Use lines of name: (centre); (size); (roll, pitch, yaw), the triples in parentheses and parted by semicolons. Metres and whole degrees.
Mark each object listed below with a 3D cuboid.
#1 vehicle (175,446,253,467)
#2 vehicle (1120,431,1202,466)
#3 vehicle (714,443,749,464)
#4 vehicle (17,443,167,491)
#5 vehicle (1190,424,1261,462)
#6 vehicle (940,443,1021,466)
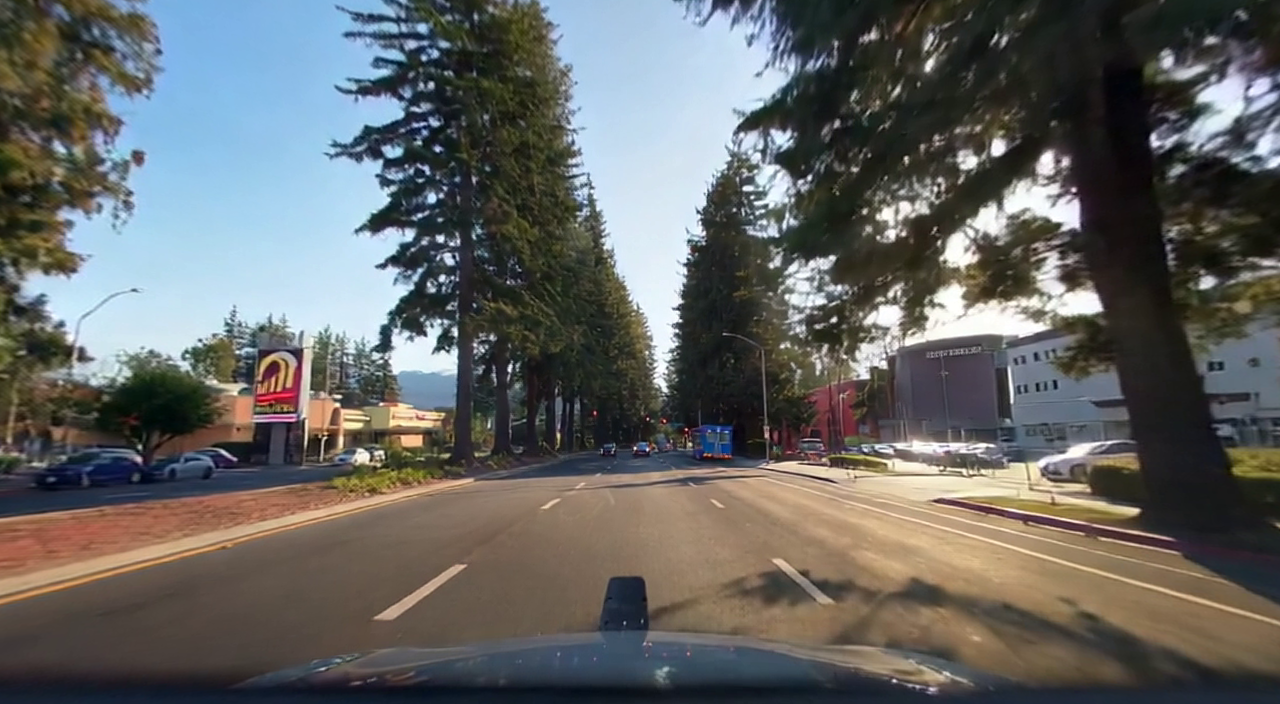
vehicle: (-31.104, 7.633, 46.102); (4.566, 1.484, 2.051); (-3, -9, 12)
vehicle: (40.286, 7.426, 48.720); (6.741, 2.278, 2.778); (2, -10, -34)
vehicle: (6.829, 7.647, 47.499); (1.980, 1.473, 4.537); (-1, -9, 0)
vehicle: (-22.445, 4.701, 26.154); (2.040, 1.788, 4.595); (-1, -9, 0)
vehicle: (43.573, 6.718, 46.905); (5.712, 2.575, 2.180); (3, -9, -32)
vehicle: (24.072, 7.263, 44.679); (4.744, 1.481, 1.855); (-7, -10, 34)
